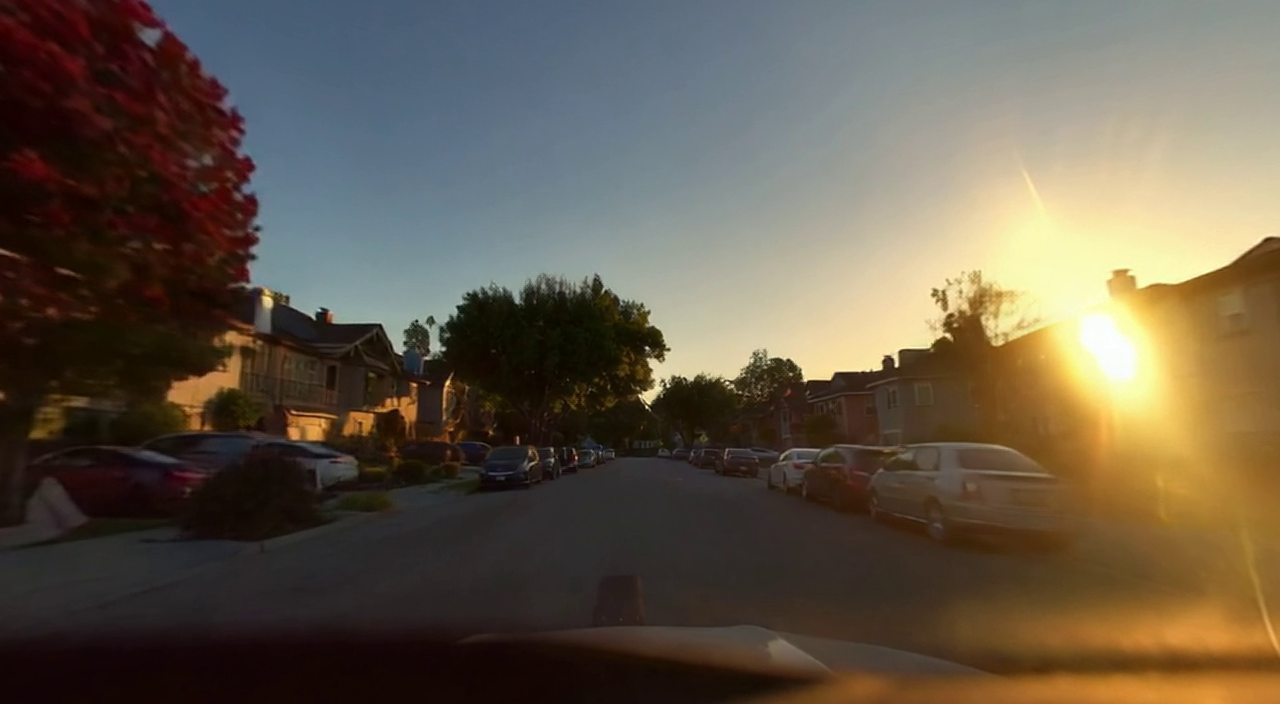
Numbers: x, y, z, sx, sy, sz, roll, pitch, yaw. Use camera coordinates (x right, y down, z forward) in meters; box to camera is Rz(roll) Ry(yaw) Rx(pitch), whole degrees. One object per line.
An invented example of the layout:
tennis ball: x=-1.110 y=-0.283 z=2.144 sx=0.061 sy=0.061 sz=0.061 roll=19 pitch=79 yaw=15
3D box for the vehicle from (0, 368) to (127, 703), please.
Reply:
vehicle: x=-4.944 y=0.895 z=1.578 sx=2.394 sy=2.089 sz=5.951 roll=-4 pitch=-9 yaw=0

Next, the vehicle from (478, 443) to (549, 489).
vehicle: x=-4.681 y=4.293 z=23.927 sx=1.983 sy=1.579 sz=3.879 roll=0 pitch=-9 yaw=-2

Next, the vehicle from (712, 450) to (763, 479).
vehicle: x=5.162 y=5.997 z=34.010 sx=1.847 sy=1.448 sz=4.162 roll=0 pitch=-9 yaw=-3

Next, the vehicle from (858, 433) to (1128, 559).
vehicle: x=5.215 y=2.158 z=10.183 sx=1.826 sy=1.566 sz=4.307 roll=0 pitch=-9 yaw=0

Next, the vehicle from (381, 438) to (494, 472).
vehicle: x=-11.606 y=5.931 z=36.469 sx=5.755 sy=1.869 sz=2.194 roll=0 pitch=-8 yaw=-1
